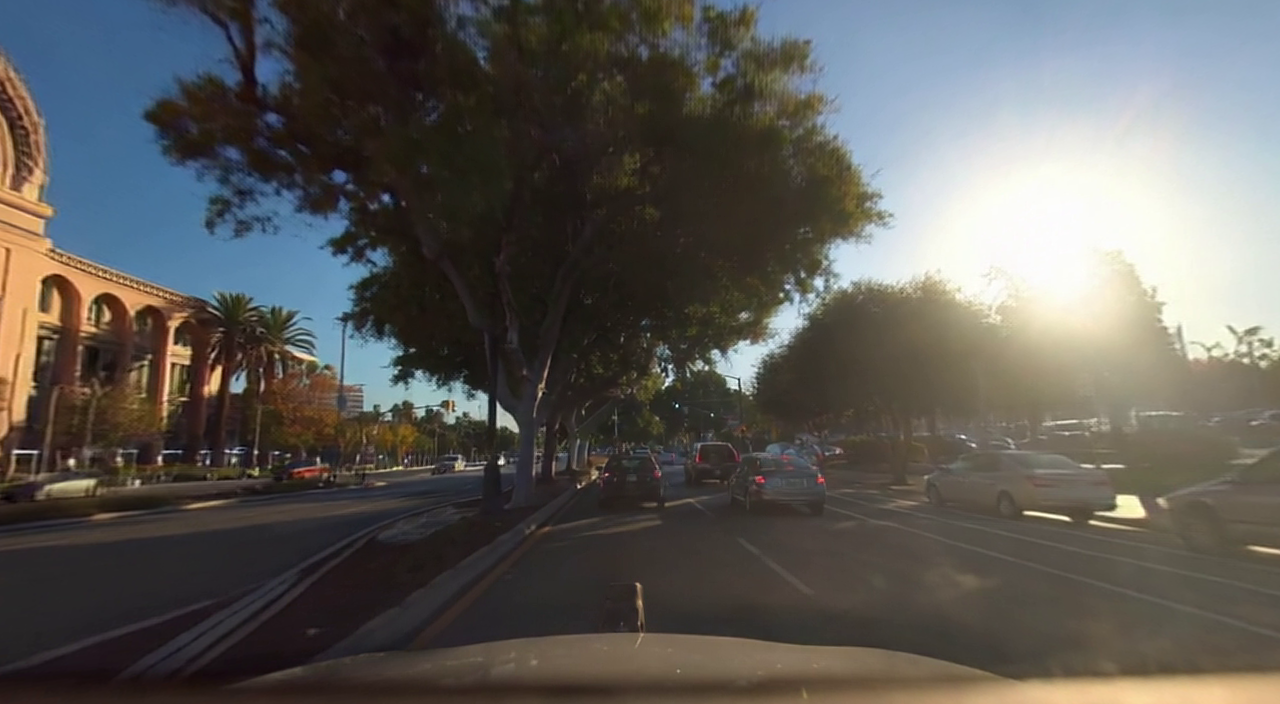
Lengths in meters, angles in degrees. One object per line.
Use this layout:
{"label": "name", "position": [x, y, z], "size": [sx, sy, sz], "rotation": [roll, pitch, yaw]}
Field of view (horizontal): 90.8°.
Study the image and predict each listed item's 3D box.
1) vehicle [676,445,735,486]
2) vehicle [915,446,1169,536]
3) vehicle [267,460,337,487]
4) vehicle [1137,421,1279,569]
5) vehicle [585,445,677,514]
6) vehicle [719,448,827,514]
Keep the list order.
{"label": "vehicle", "position": [3.235, 5.829, 33.021], "size": [2.127, 1.854, 7.971], "rotation": [0, -9, -1]}
{"label": "vehicle", "position": [8.166, 2.813, 13.606], "size": [1.970, 1.559, 4.911], "rotation": [1, -9, -5]}
{"label": "vehicle", "position": [-21.001, 7.539, 39.456], "size": [1.935, 1.479, 4.453], "rotation": [0, -9, -1]}
{"label": "vehicle", "position": [8.531, 1.635, 7.092], "size": [1.994, 1.715, 4.777], "rotation": [0, -9, 0]}
{"label": "vehicle", "position": [-0.227, 3.124, 15.930], "size": [2.050, 1.521, 3.747], "rotation": [0, -9, -1]}
{"label": "vehicle", "position": [3.308, 3.282, 16.609], "size": [1.833, 1.465, 4.258], "rotation": [0, -9, -1]}
